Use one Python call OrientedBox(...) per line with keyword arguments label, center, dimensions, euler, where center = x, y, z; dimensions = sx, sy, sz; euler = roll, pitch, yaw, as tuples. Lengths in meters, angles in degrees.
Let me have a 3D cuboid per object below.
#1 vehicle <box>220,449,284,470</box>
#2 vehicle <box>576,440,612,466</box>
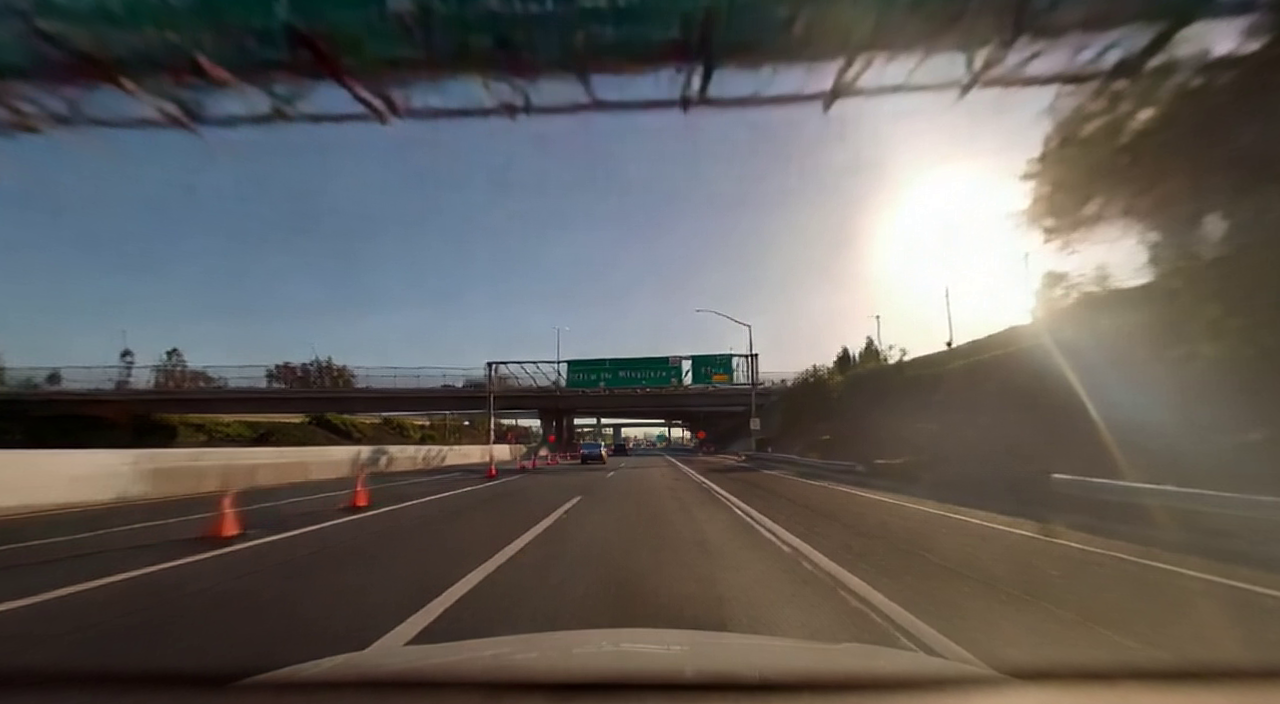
OrientedBox(label="vehicle", center=(-30.136, 8.360, 48.985), dimensions=(1.830, 1.472, 4.852), euler=(0, -8, 1))
OrientedBox(label="vehicle", center=(-3.020, 6.694, 41.873), dimensions=(2.078, 1.629, 4.059), euler=(0, -8, 1))
